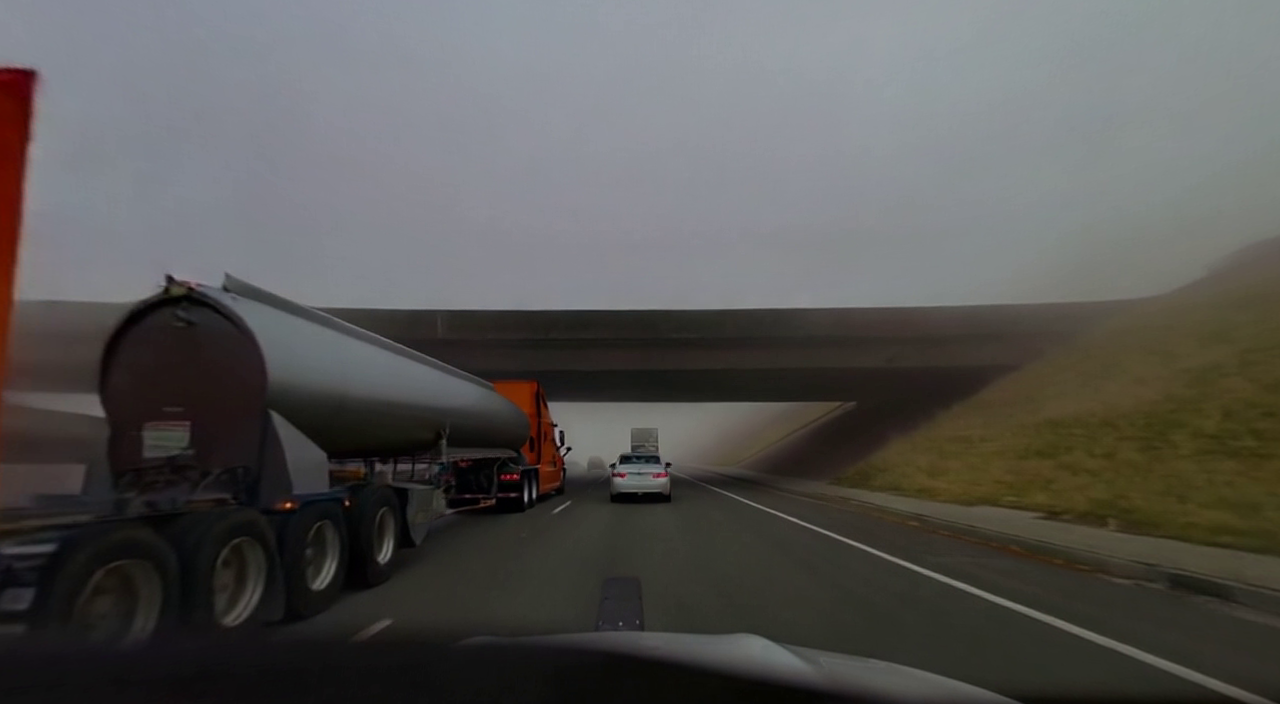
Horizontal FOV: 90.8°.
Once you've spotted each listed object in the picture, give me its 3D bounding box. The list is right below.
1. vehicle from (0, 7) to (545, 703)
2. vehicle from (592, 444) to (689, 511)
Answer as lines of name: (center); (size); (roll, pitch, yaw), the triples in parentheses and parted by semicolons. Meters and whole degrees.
vehicle: (-4.044, 1.237, 9.945); (2.896, 3.563, 14.643); (0, -9, 0)
vehicle: (0.008, 3.193, 16.585); (2.215, 1.481, 4.246); (0, -9, 0)
